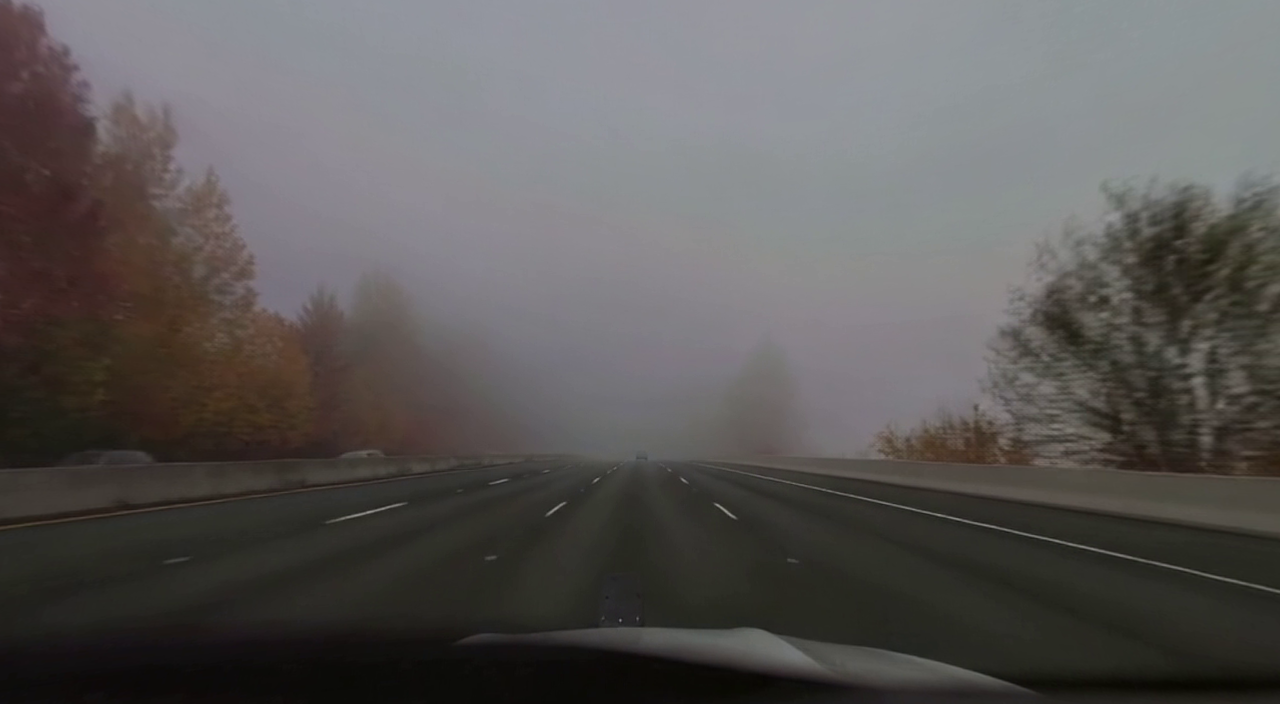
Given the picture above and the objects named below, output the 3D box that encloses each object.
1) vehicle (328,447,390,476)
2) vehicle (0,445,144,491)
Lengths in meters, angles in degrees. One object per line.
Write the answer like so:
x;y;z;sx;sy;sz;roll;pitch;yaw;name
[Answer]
-14.378;5.606;32.388;1.520;1.405;3.431;0;-9;1;vehicle
-21.269;4.283;23.662;1.917;1.538;3.992;0;-8;0;vehicle
